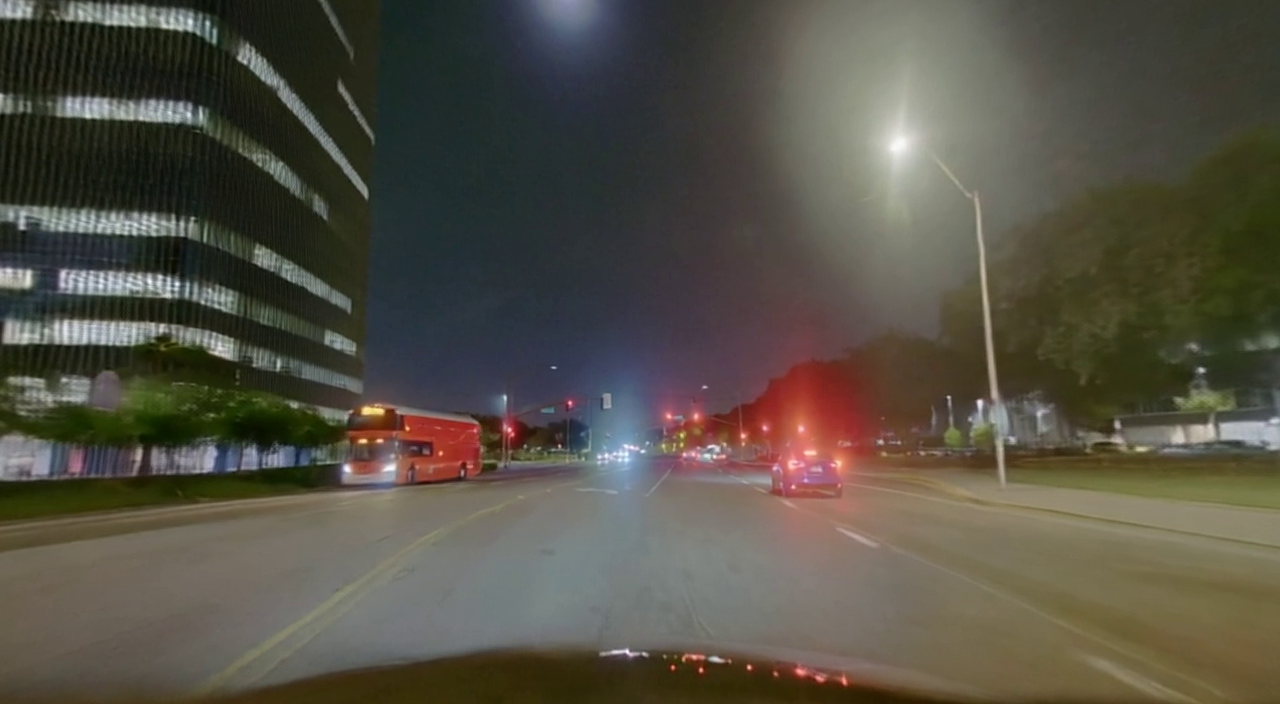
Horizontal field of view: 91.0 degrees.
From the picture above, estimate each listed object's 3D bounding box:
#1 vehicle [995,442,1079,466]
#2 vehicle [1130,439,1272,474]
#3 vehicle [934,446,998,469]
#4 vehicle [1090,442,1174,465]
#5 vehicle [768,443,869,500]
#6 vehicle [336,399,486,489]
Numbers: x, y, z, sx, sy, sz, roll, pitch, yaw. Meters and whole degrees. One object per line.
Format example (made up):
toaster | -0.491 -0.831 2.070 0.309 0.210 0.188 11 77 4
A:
vehicle | 25.224 6.517 40.118 3.983 1.479 1.857 -2 -9 9
vehicle | 24.546 4.610 27.680 4.201 1.441 1.970 -1 -9 4
vehicle | 24.887 8.080 48.169 3.824 1.453 1.894 -3 -8 1
vehicle | 38.600 7.996 49.502 4.638 1.678 2.196 -1 -9 2
vehicle | 5.205 3.559 18.989 1.993 1.501 4.127 -1 -9 2
vehicle | -13.005 5.642 38.034 3.110 4.418 13.688 -1 -9 4
